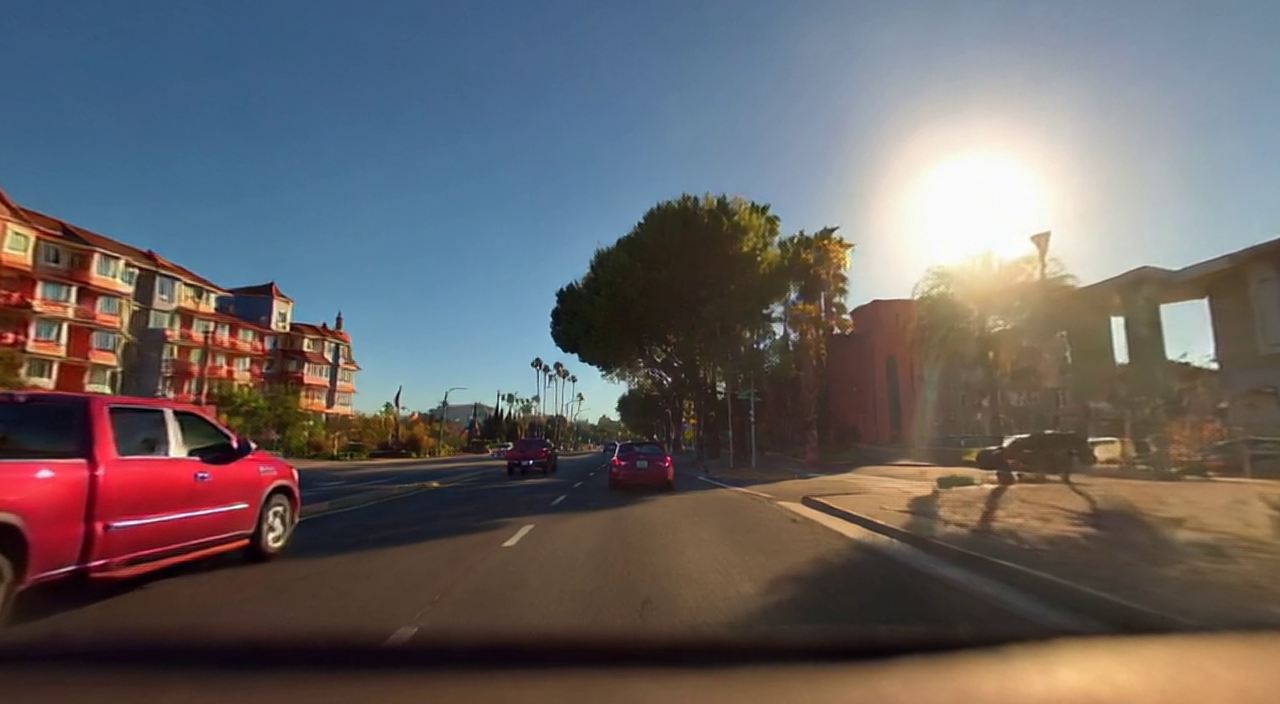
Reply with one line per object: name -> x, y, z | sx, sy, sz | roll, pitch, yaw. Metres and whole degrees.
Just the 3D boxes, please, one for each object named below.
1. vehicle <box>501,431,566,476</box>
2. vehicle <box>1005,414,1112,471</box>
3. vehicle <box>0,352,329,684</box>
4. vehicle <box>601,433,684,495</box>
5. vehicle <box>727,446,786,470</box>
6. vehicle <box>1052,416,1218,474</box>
vehicle -> -5.304, 5.129, 32.244 | 2.447, 2.062, 5.911 | 0, -8, -2
vehicle -> 32.576, 7.070, 49.068 | 5.858, 4.169, 3.001 | -1, -9, 1
vehicle -> -4.813, 1.075, 4.421 | 2.187, 1.904, 6.103 | 0, -8, -1
vehicle -> -0.002, 3.187, 18.324 | 2.122, 1.562, 4.152 | 0, -8, -2
vehicle -> 6.452, 5.790, 34.388 | 2.949, 1.209, 3.070 | -2, -8, 14
vehicle -> 38.472, 7.208, 49.082 | 10.136, 4.260, 3.014 | 0, -8, 1
